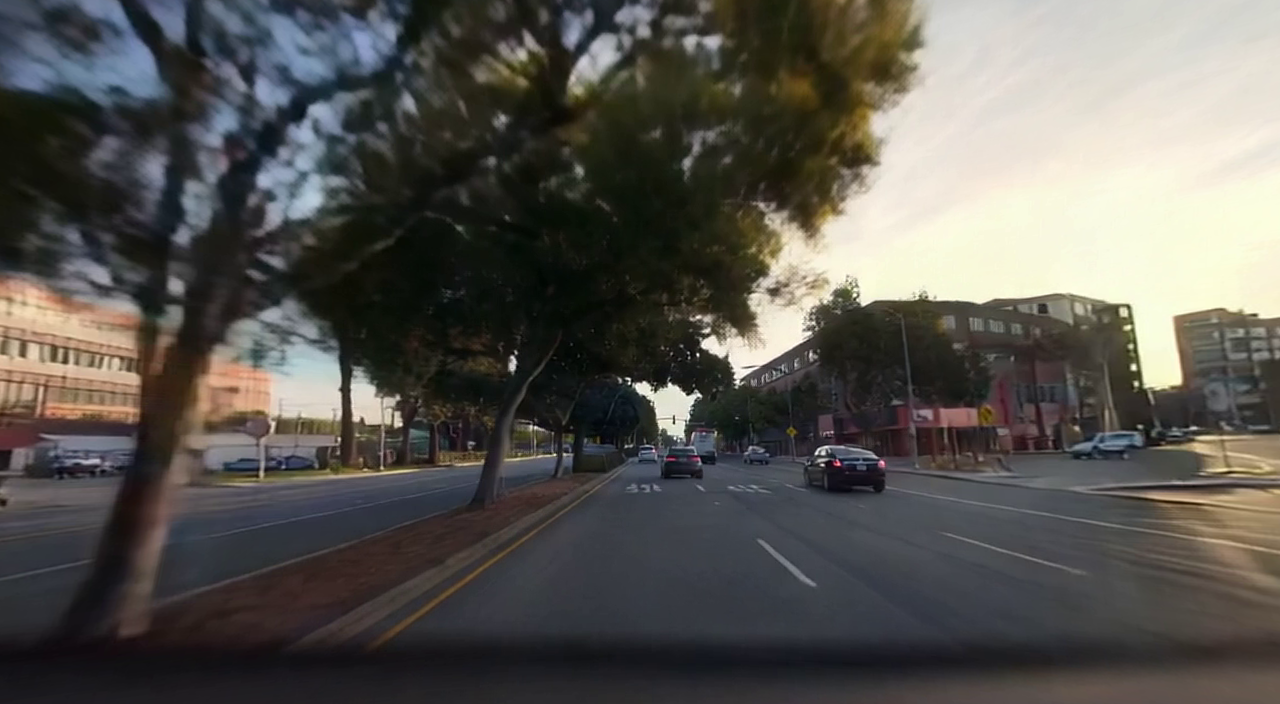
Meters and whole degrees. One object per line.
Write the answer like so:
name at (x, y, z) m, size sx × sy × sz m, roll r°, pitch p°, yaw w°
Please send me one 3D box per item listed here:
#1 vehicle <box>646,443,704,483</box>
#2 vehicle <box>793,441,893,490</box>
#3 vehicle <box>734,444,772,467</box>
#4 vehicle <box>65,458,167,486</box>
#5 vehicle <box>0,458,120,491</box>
vehicle at (1.312, 4.425, 25.384) m, size 1.971 × 1.479 × 4.493 m, roll 0°, pitch -8°, yaw -1°
vehicle at (6.744, 3.786, 21.385) m, size 1.918 × 1.484 × 4.456 m, roll 0°, pitch -8°, yaw 0°
vehicle at (7.850, 7.206, 43.957) m, size 1.930 × 1.479 × 4.477 m, roll 0°, pitch -8°, yaw 1°
vehicle at (-28.219, 6.445, 33.872) m, size 4.021 × 1.421 × 1.807 m, roll -1°, pitch -9°, yaw 7°
vehicle at (-29.068, 6.085, 31.344) m, size 4.510 × 1.504 × 2.005 m, roll -1°, pitch -8°, yaw 3°
